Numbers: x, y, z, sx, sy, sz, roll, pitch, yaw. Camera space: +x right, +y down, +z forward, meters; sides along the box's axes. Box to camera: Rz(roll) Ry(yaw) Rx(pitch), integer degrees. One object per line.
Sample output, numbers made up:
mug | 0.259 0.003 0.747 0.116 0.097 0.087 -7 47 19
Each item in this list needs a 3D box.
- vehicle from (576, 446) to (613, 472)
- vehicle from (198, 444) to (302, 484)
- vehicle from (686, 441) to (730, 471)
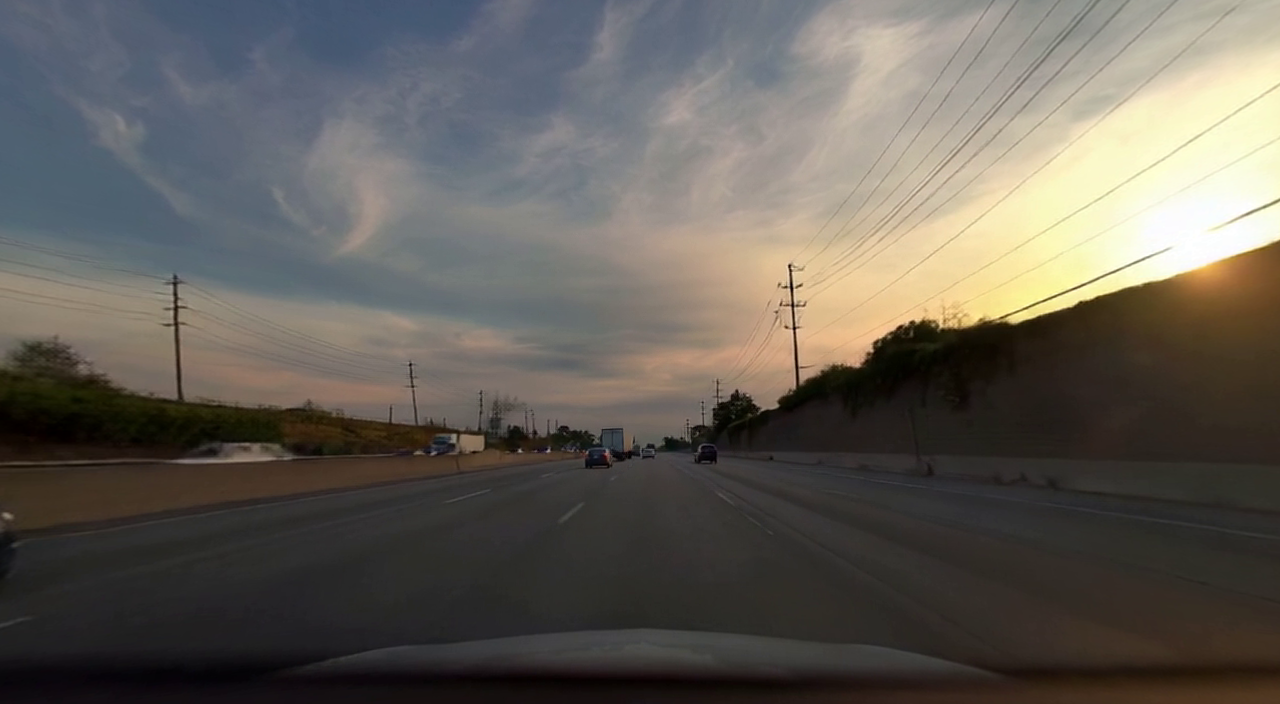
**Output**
vehicle | -2.797 6.660 39.453 2.004 1.498 4.043 0 -9 1
vehicle | -15.336 4.395 25.014 1.790 1.461 3.501 0 -9 1
vehicle | 4.305 6.639 40.379 2.214 1.799 4.627 0 -9 -1
